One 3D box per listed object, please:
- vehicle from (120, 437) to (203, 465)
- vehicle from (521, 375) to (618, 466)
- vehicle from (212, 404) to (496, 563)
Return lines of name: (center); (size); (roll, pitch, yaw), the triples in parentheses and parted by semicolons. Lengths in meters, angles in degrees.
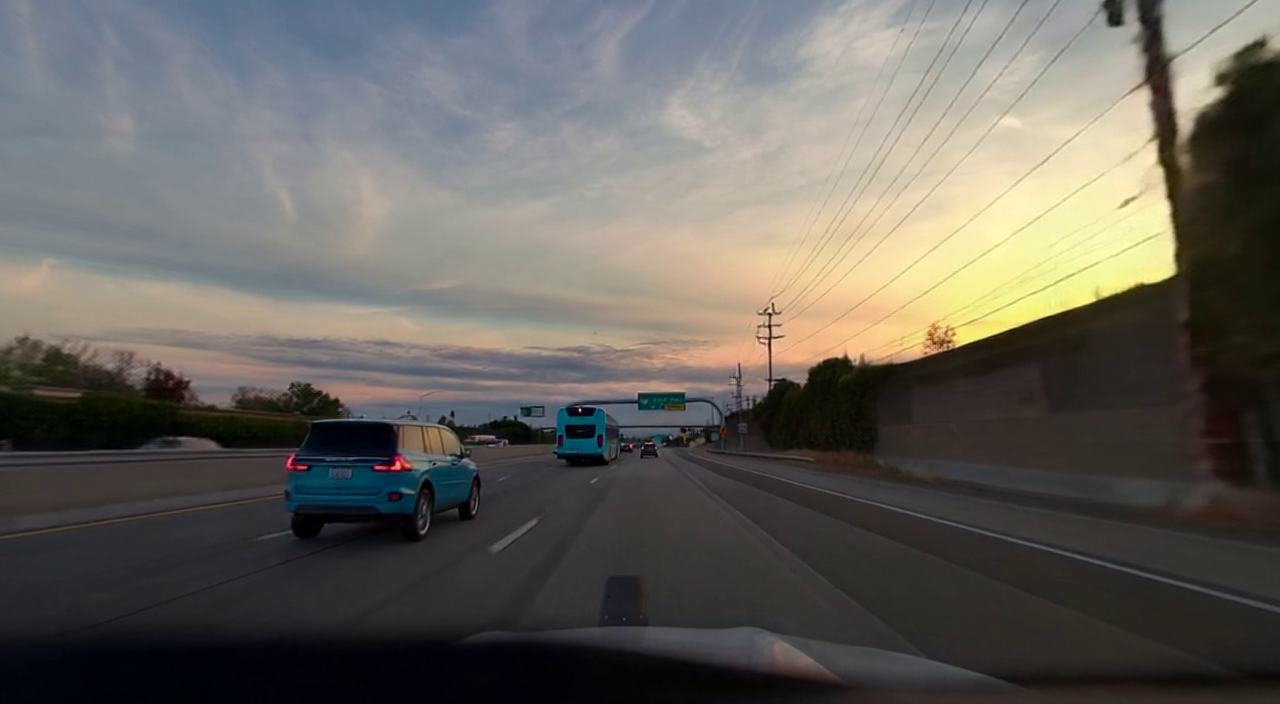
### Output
vehicle: (-24.092, 4.993, 31.910); (1.472, 1.351, 3.350); (0, -9, 1)
vehicle: (-3.196, 3.846, 32.576); (3.382, 3.712, 11.766); (2, -9, 1)
vehicle: (-3.648, 1.765, 9.129); (2.021, 1.730, 4.223); (0, -8, 1)
